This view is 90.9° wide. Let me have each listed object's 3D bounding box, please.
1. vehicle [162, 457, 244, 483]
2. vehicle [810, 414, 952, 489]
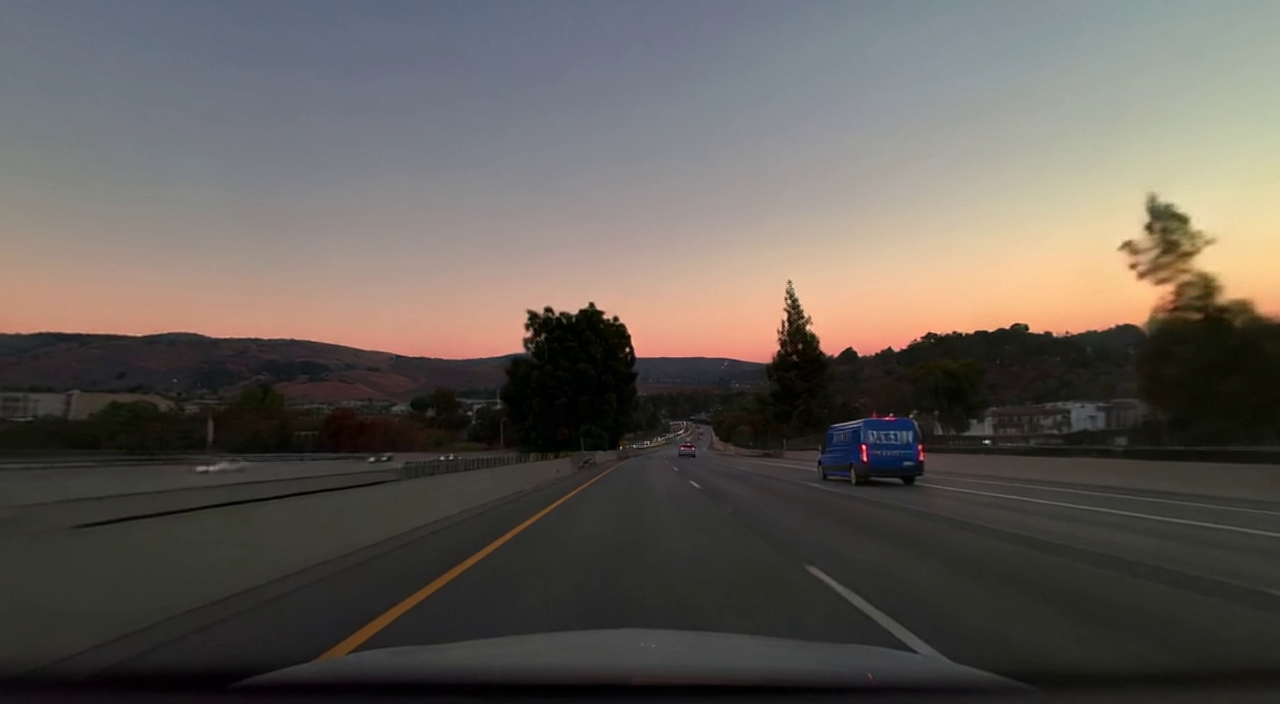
[{"bbox_3d":[-28.473,7.688,41.300,1.902,1.483,4.762,0,-8,1],"label":"vehicle"},{"bbox_3d":[7.386,3.131,20.145,2.275,2.059,5.543,0,-8,0],"label":"vehicle"}]
